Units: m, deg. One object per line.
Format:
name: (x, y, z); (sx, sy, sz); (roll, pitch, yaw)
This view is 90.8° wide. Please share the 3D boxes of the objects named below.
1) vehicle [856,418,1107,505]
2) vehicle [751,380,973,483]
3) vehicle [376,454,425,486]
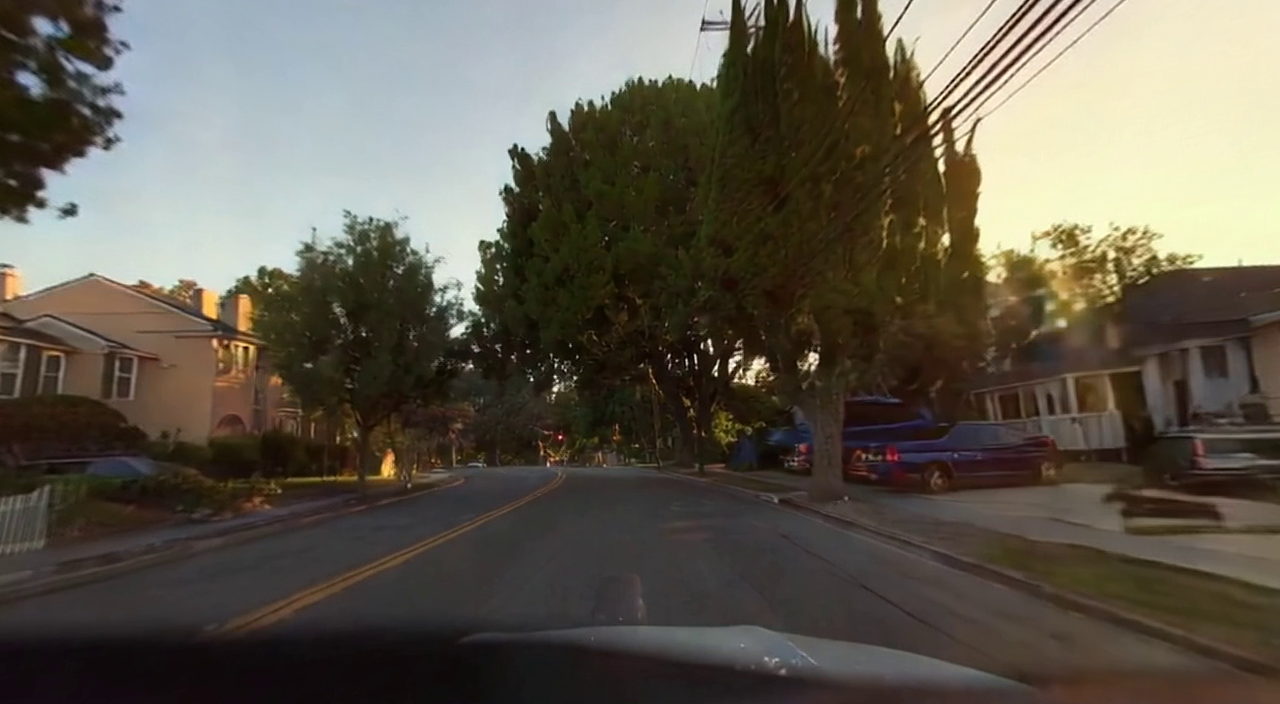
vehicle: (7.471, 2.425, 14.191); (4.412, 1.565, 1.957); (-3, -9, -1)
vehicle: (8.082, 2.943, 23.524); (7.115, 3.010, 2.378); (-4, -8, -6)
vehicle: (-13.168, 6.416, 34.728); (2.390, 1.431, 4.253); (1, -8, -21)
